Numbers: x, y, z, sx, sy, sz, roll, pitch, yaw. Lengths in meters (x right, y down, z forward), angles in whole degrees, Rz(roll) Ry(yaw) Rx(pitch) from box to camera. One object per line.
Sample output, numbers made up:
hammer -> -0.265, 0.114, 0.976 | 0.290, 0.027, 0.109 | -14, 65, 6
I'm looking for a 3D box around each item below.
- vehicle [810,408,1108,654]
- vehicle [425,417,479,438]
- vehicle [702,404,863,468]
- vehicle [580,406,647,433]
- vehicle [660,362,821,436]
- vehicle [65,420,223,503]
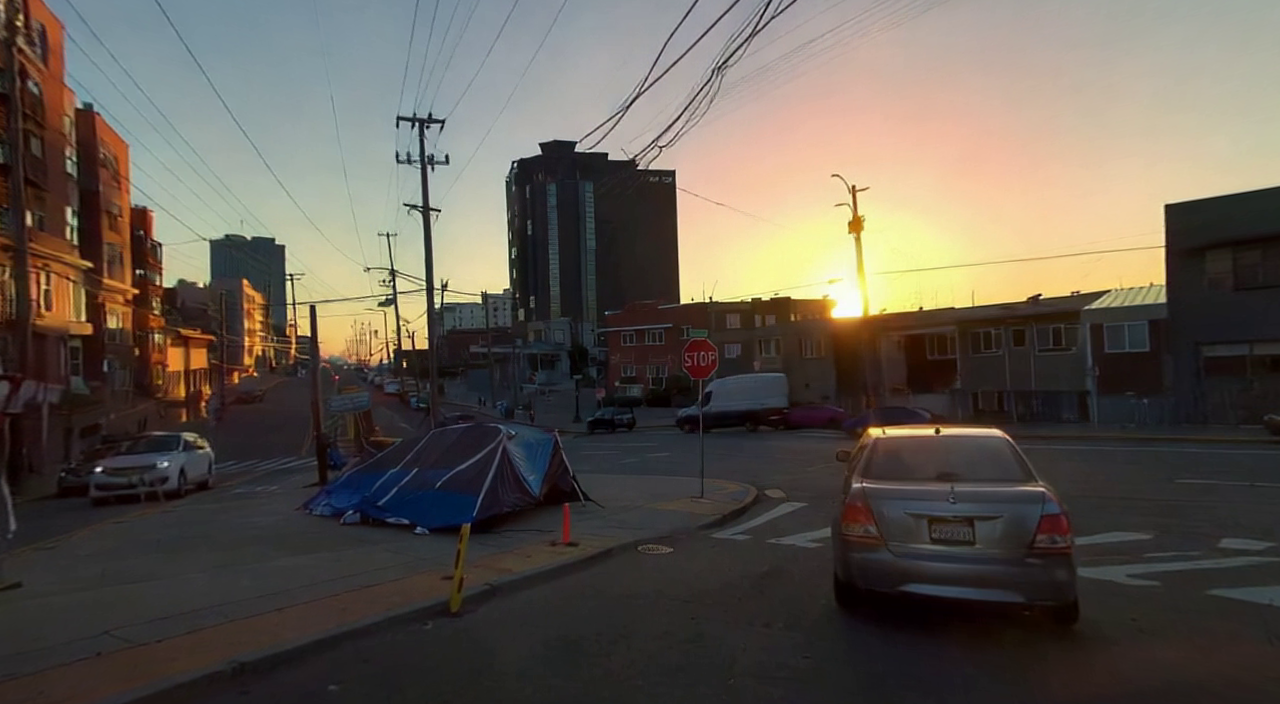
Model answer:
vehicle -> 3.409, 1.541, 6.603 | 1.945, 1.647, 4.160 | -6, -10, 32
vehicle -> -14.434, 5.820, 48.387 | 2.089, 1.506, 4.641 | 7, -11, -41
vehicle -> 4.218, 2.571, 19.107 | 4.320, 1.724, 1.870 | -7, -11, 40
vehicle -> -1.734, 4.293, 39.827 | 1.790, 1.468, 4.422 | 7, -11, -41
vehicle -> 4.551, 2.399, 29.801 | 7.172, 3.075, 2.584 | -7, -10, 41
vehicle -> -12.259, 2.701, 15.980 | 1.987, 1.686, 3.971 | -1, -8, -21
